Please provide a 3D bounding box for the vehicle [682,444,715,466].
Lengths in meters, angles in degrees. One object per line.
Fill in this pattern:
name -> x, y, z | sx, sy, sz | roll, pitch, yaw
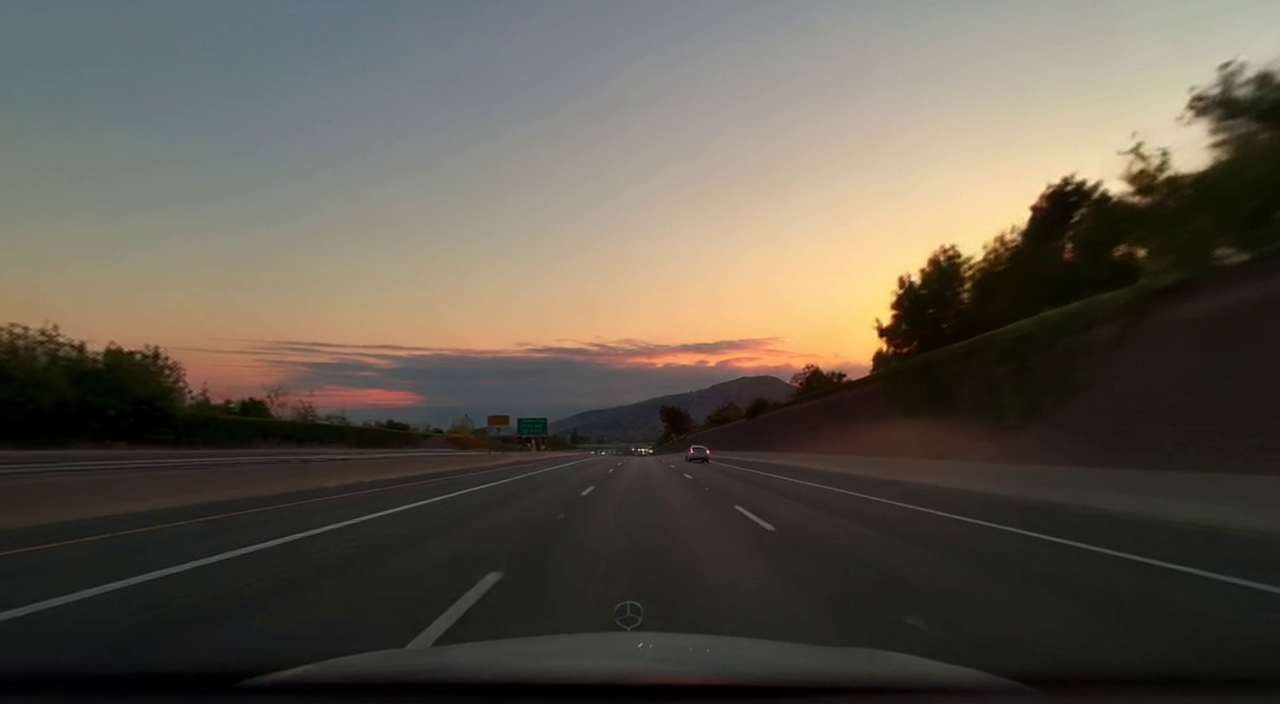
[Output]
vehicle -> 4.130, 7.342, 45.105 | 2.003, 1.520, 4.058 | 0, -9, 0
